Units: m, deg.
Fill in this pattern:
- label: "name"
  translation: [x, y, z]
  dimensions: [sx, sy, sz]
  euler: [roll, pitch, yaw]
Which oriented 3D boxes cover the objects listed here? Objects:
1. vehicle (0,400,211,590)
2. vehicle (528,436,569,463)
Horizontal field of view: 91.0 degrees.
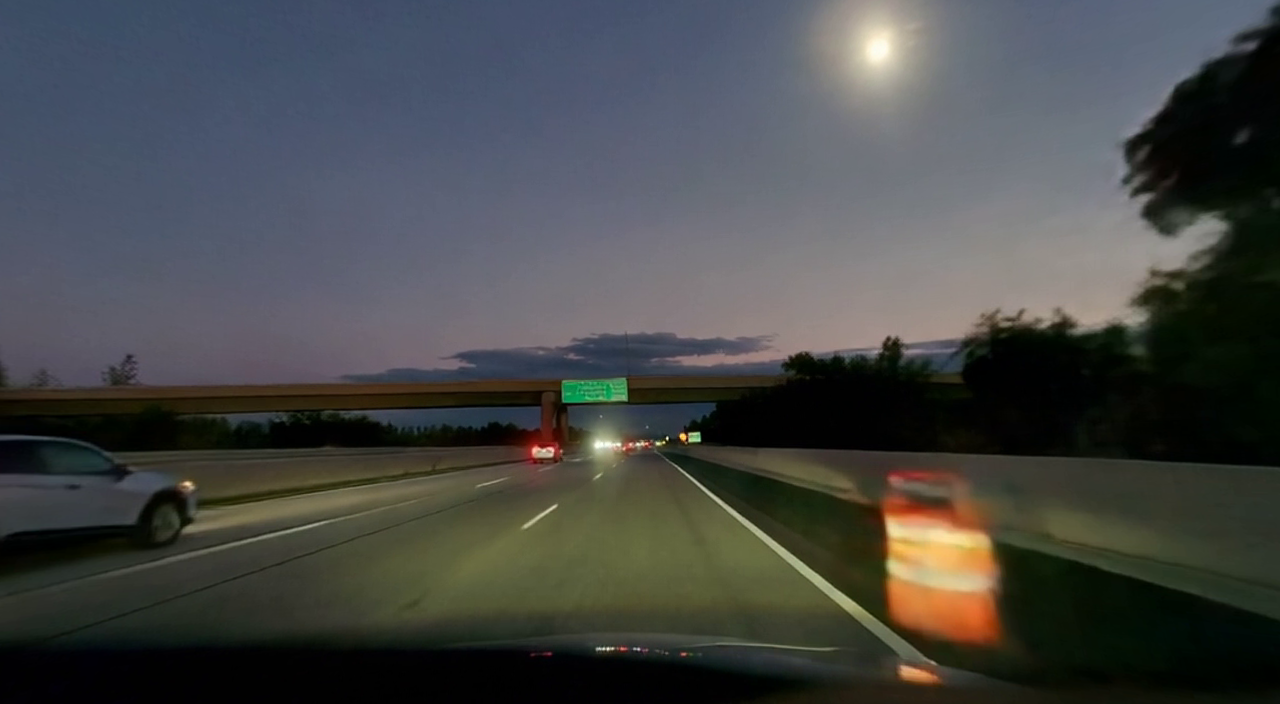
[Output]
- label: "vehicle"
  translation: [-6.889, 1.310, 5.821]
  dimensions: [2.169, 1.701, 5.113]
  euler: [0, -8, 1]
- label: "vehicle"
  translation: [-6.430, 6.924, 44.706]
  dimensions: [2.103, 1.775, 4.966]
  euler: [0, -8, 1]
